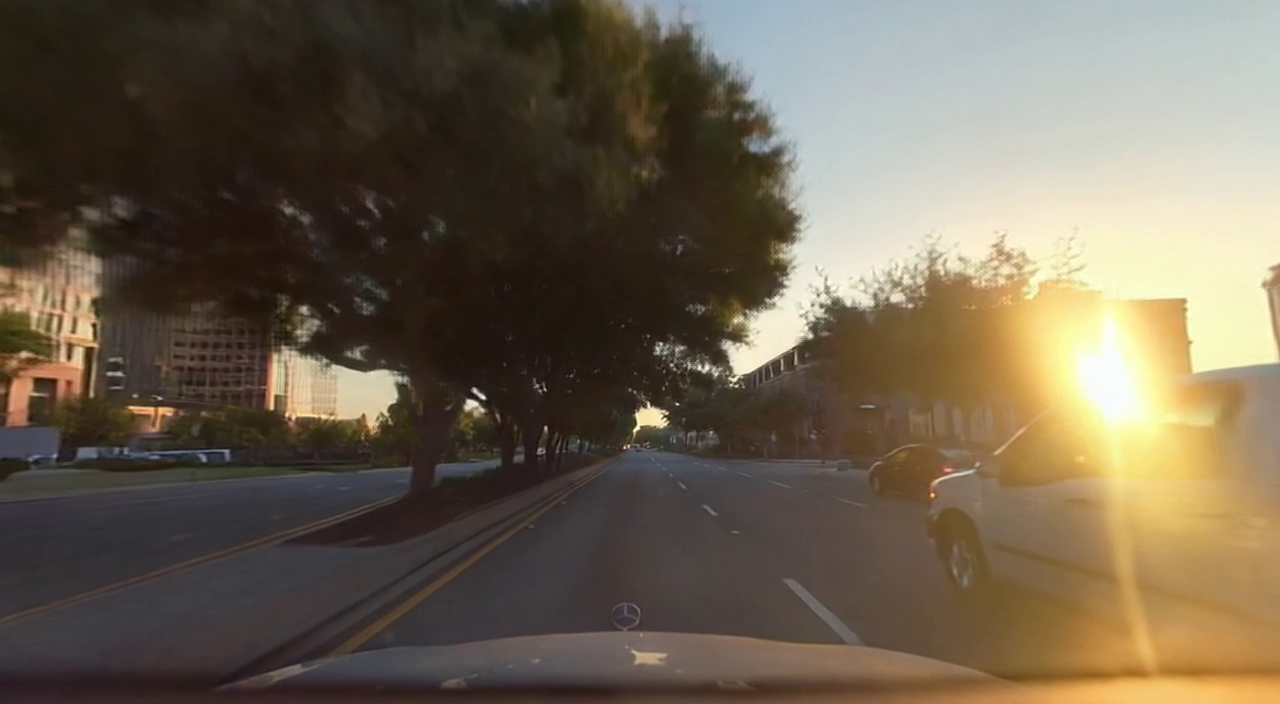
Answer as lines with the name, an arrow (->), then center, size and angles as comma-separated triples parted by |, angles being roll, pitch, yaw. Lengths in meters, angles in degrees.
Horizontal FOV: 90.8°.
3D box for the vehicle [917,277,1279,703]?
vehicle -> 3.772, 0.776, 3.005 | 2.505, 1.971, 5.162 | 0, -9, 0
